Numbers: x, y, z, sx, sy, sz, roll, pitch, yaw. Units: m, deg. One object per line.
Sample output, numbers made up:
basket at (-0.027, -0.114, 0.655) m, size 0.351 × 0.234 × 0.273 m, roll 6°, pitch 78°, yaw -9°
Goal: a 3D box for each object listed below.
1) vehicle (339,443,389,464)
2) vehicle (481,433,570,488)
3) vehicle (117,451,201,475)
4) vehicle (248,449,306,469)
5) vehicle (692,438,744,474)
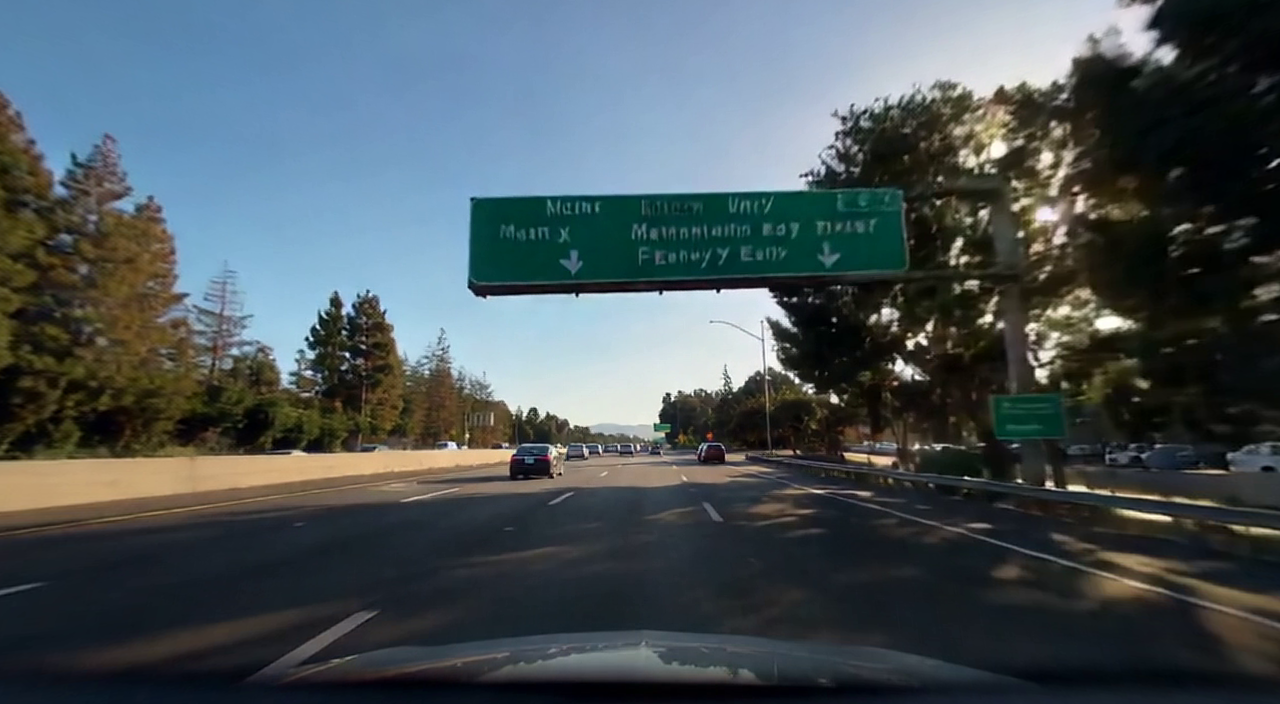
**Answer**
vehicle at (-20.225, 7.444, 46.394) m, size 1.721 × 1.473 × 3.980 m, roll 0°, pitch -8°, yaw 2°
vehicle at (-3.891, 3.774, 22.315) m, size 2.196 × 1.733 × 4.355 m, roll 0°, pitch -8°, yaw 2°
vehicle at (-31.818, 7.320, 41.890) m, size 1.859 × 1.434 × 4.557 m, roll 0°, pitch -8°, yaw 2°
vehicle at (-27.677, 8.155, 48.222) m, size 1.802 × 1.423 × 4.257 m, roll 0°, pitch -8°, yaw 2°
vehicle at (4.016, 5.440, 33.223) m, size 2.229 × 1.704 × 4.392 m, roll 0°, pitch -8°, yaw 1°
